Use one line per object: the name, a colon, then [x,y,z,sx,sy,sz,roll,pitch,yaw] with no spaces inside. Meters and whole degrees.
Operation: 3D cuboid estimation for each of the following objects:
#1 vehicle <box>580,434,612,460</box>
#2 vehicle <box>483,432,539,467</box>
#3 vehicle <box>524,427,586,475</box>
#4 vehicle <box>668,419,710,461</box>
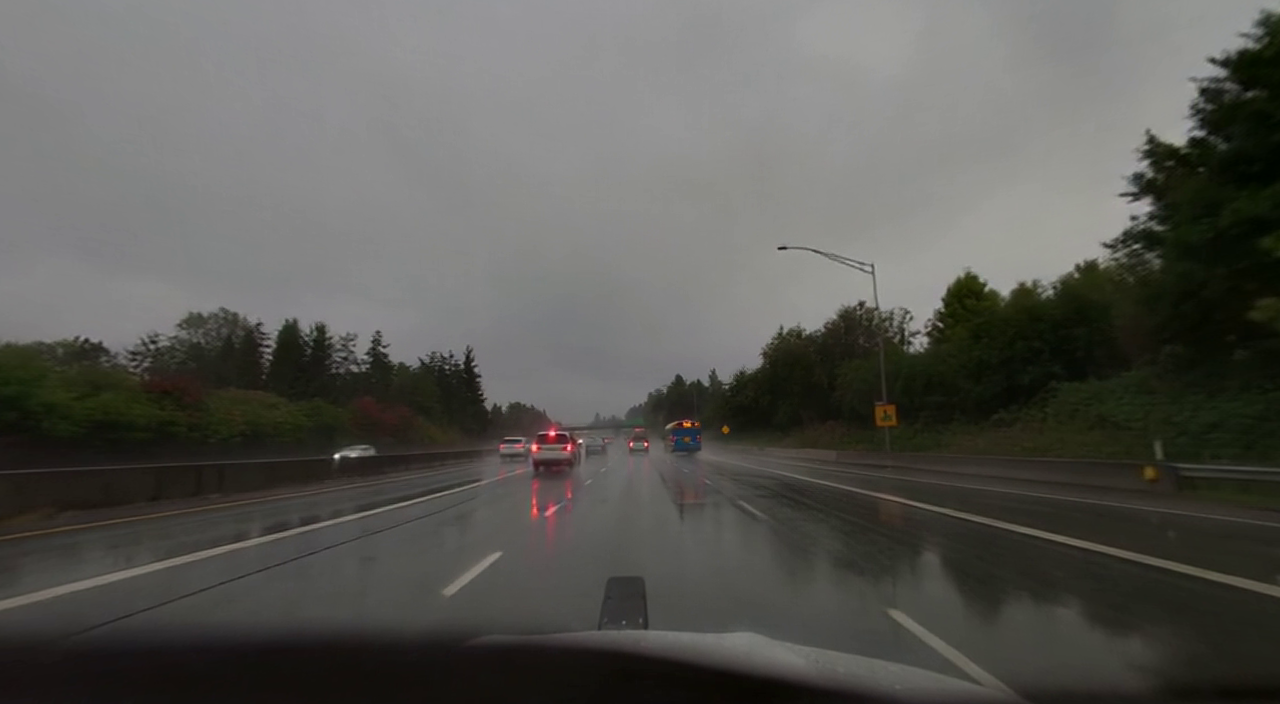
vehicle: [-3.374,7.411,49.234,2.155,1.843,4.567,0,-8,0]
vehicle: [-7.423,5.709,36.859,2.217,1.870,5.075,0,-8,0]
vehicle: [-3.596,4.283,27.464,2.016,1.898,4.458,0,-8,1]
vehicle: [3.547,6.603,47.143,2.573,2.828,6.754,0,-8,0]
